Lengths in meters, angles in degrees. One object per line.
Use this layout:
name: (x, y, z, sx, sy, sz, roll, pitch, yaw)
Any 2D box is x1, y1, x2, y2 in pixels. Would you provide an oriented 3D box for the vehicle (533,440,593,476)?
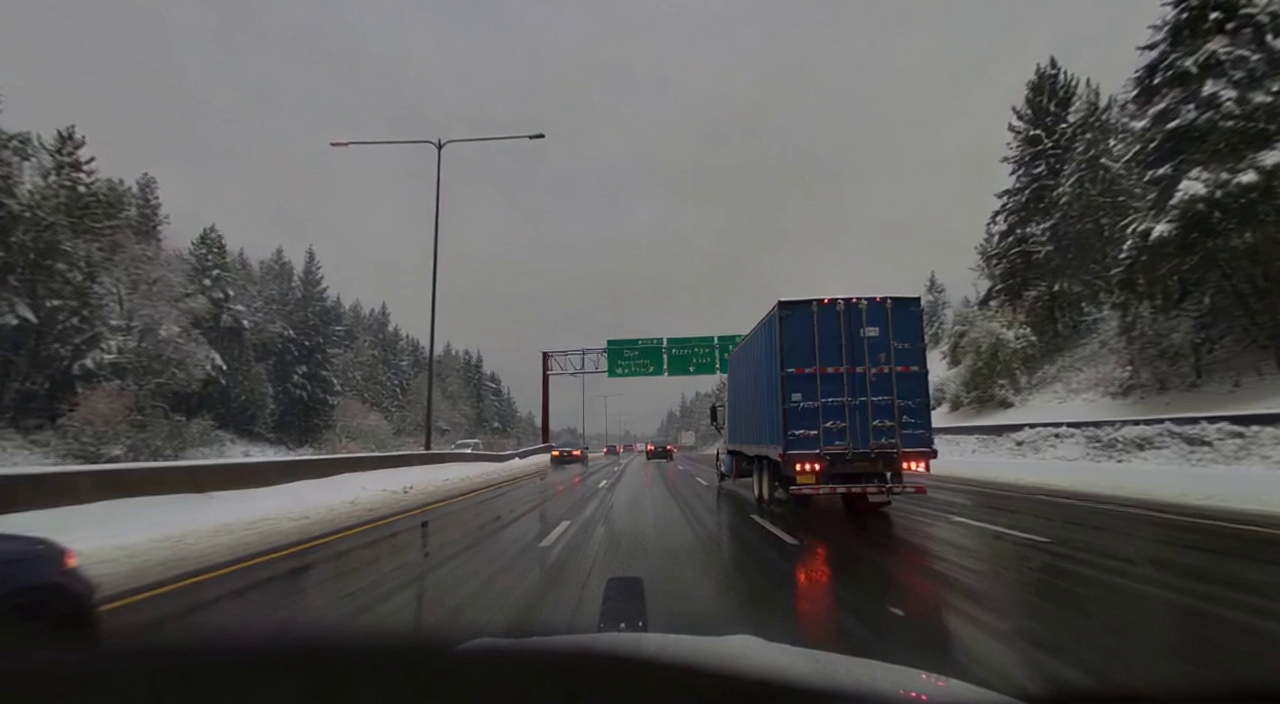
vehicle: (-3.453, 4.829, 29.038, 2.099, 1.494, 4.504, -1, -8, 1)

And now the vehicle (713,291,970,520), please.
vehicle: (4.036, 1.673, 16.348, 2.985, 3.895, 11.239, -1, -8, 1)

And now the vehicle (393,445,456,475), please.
vehicle: (-11.800, 5.911, 34.864, 1.840, 1.477, 4.446, -1, -8, 0)

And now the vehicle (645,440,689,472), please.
vehicle: (1.382, 5.174, 31.777, 2.040, 1.461, 4.822, -1, -8, 3)
